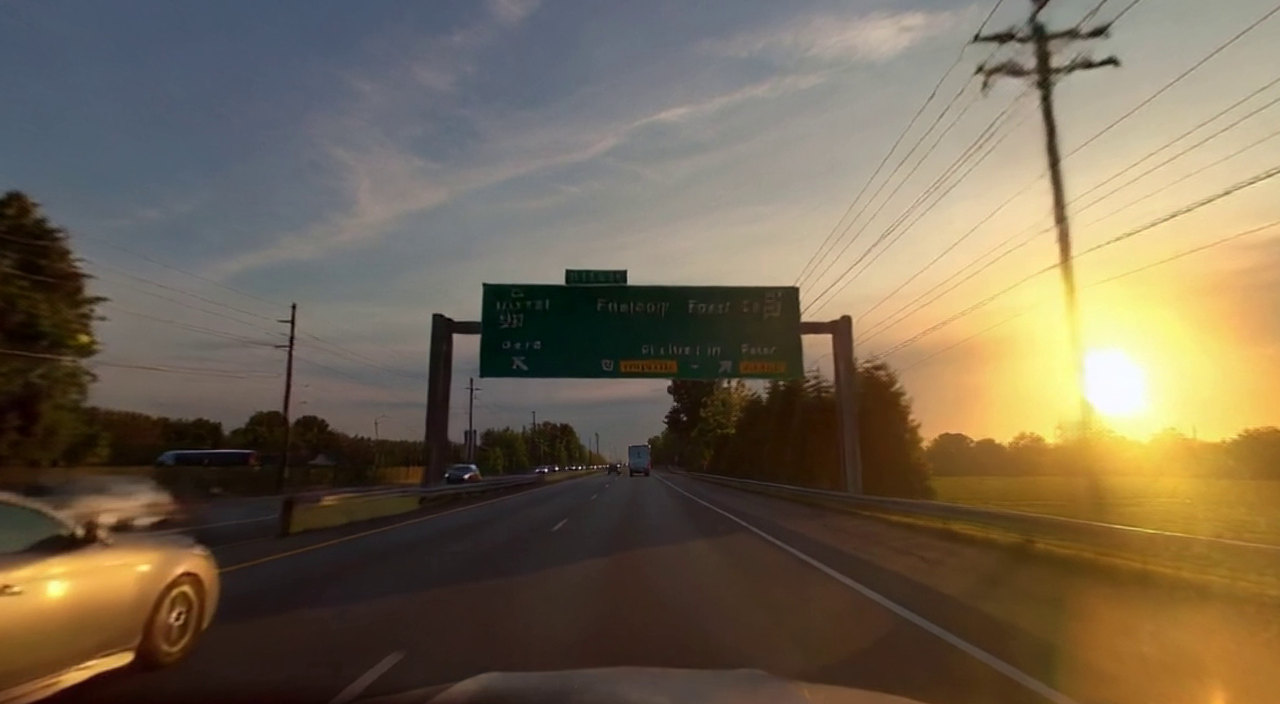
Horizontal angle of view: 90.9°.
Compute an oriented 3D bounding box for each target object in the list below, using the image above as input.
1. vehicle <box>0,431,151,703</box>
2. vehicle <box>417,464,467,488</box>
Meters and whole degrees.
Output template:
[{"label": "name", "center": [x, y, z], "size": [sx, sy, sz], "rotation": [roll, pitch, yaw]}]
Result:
[{"label": "vehicle", "center": [-4.070, 0.831, 1.484], "size": [2.000, 1.462, 4.721], "rotation": [1, -10, 0]}, {"label": "vehicle", "center": [-12.014, 7.556, 38.511], "size": [1.731, 1.369, 3.999], "rotation": [1, -11, 0]}]
